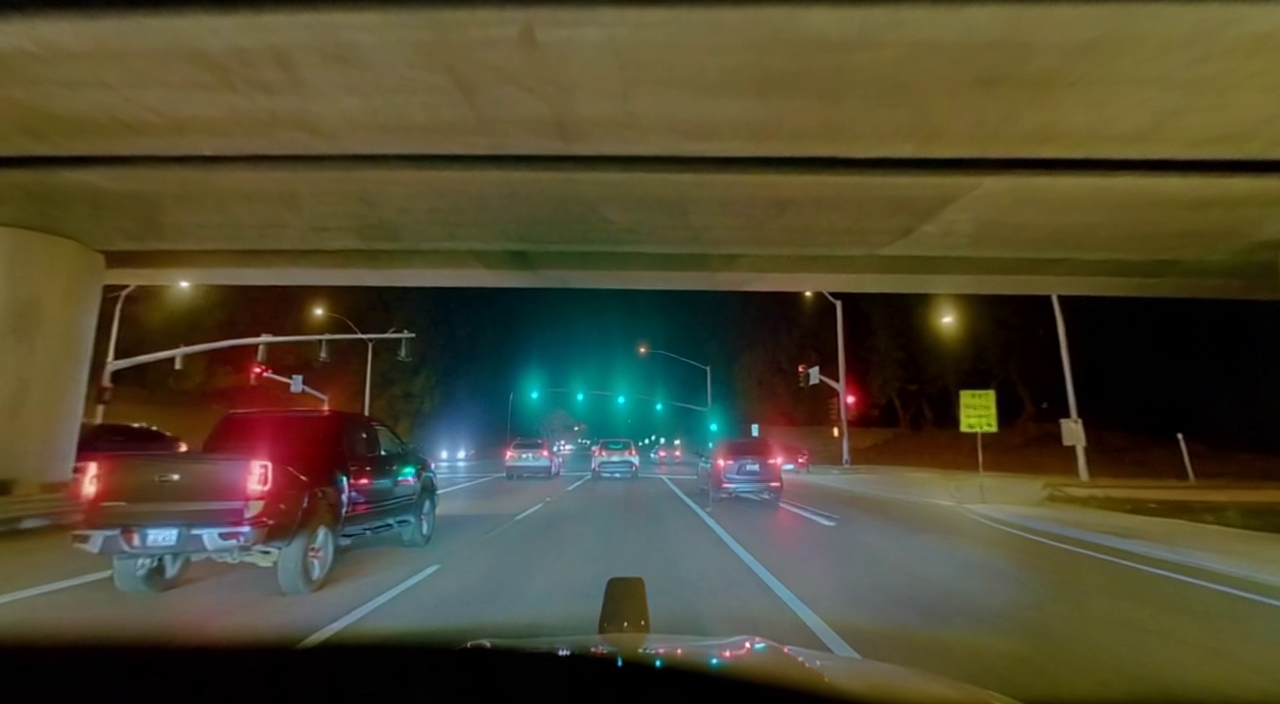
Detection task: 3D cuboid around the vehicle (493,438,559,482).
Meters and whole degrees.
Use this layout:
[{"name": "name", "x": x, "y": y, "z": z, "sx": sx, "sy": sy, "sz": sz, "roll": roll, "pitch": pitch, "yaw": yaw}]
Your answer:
[{"name": "vehicle", "x": -4.777, "y": 4.554, "z": 26.968, "sx": 2.127, "sy": 1.720, "sz": 4.064, "roll": 0, "pitch": -8, "yaw": -1}]

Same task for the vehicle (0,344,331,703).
[{"name": "vehicle", "x": -4.204, "y": 1.008, "z": 4.021, "sx": 2.074, "sy": 1.814, "sz": 4.596, "roll": 0, "pitch": -8, "yaw": 0}]

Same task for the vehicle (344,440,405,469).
[{"name": "vehicle", "x": -16.727, "y": 6.459, "z": 39.983, "sx": 2.089, "sy": 1.684, "sz": 4.521, "roll": 0, "pitch": -8, "yaw": -3}]

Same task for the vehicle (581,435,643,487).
[{"name": "vehicle", "x": -0.978, "y": 4.022, "z": 23.476, "sx": 2.097, "sy": 1.748, "sz": 3.794, "roll": 0, "pitch": -8, "yaw": -1}]

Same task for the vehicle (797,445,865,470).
[{"name": "vehicle", "x": 14.864, "y": 8.237, "z": 49.214, "sx": 4.618, "sy": 1.705, "sz": 2.061, "roll": 2, "pitch": -10, "yaw": -1}]

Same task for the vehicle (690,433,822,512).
[{"name": "vehicle", "x": 2.770, "y": 3.044, "z": 16.602, "sx": 2.234, "sy": 1.720, "sz": 5.378, "roll": 0, "pitch": -8, "yaw": -2}]

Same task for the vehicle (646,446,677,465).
[{"name": "vehicle", "x": 1.647, "y": 8.176, "z": 49.883, "sx": 2.026, "sy": 1.457, "sz": 3.969, "roll": 1, "pitch": -8, "yaw": -5}]
